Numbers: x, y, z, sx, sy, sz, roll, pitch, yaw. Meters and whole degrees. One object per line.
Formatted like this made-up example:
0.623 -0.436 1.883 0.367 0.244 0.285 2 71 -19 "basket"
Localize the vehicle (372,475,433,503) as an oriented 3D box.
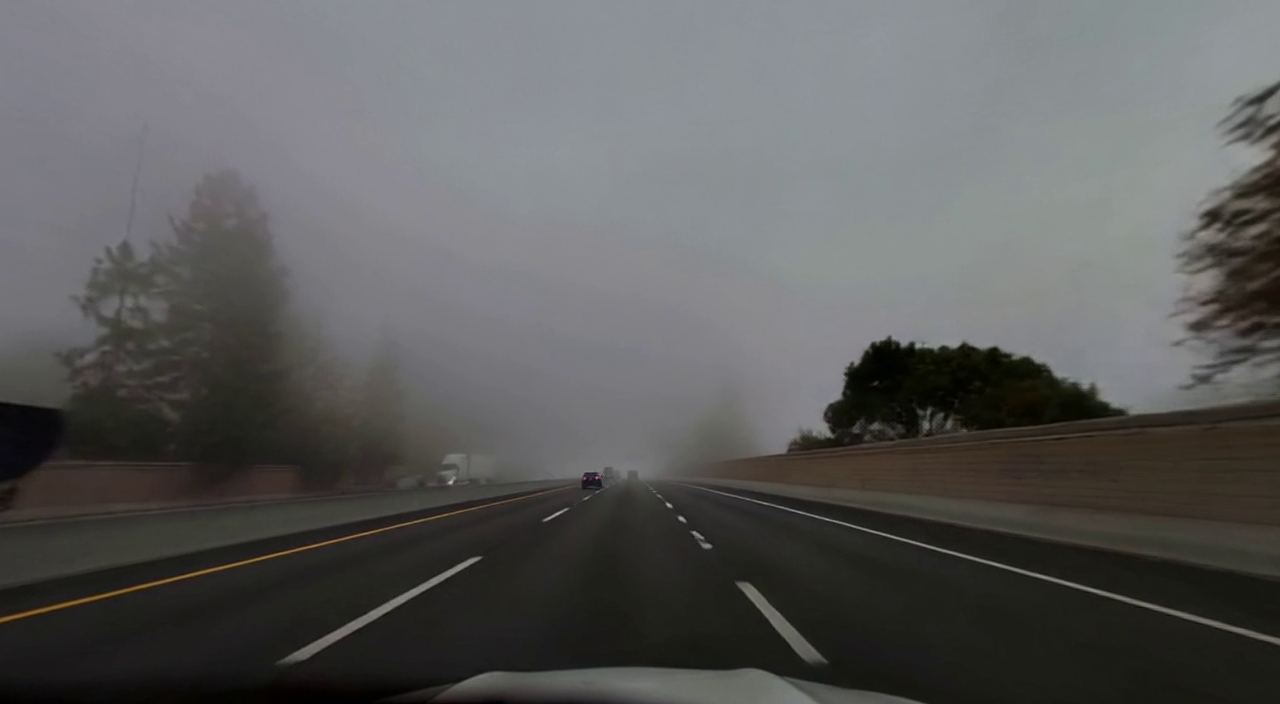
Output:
-14.032 8.093 37.491 1.938 1.462 4.306 1 -11 0 "vehicle"
